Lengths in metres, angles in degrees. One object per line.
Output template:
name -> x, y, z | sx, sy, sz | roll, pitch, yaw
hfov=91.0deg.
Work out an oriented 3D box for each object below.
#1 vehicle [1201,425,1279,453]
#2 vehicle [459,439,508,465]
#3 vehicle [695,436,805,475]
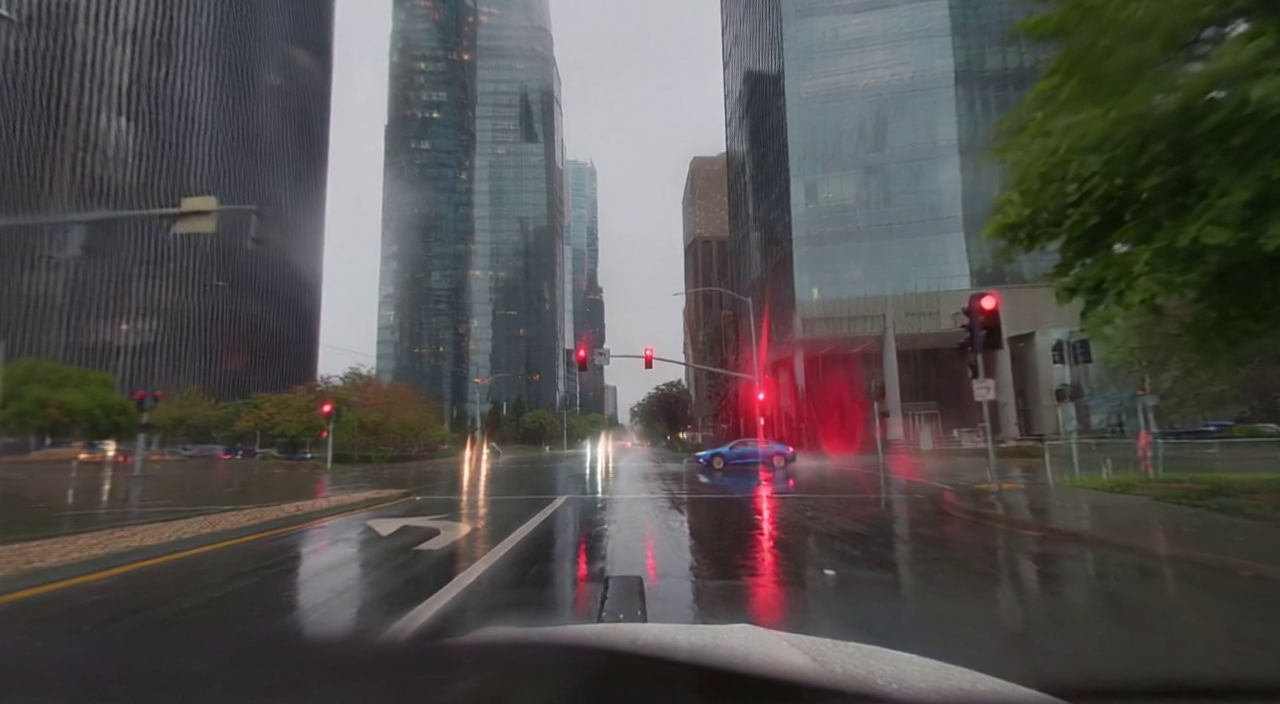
vehicle -> 40.493, 5.756, 41.468 | 4.625, 1.741, 2.395 | 0, -9, 3
vehicle -> -11.449, 7.370, 46.403 | 2.069, 1.771, 4.947 | 0, -9, 3
vehicle -> 4.660, 4.461, 27.137 | 4.218, 1.572, 2.065 | 1, -9, -8
